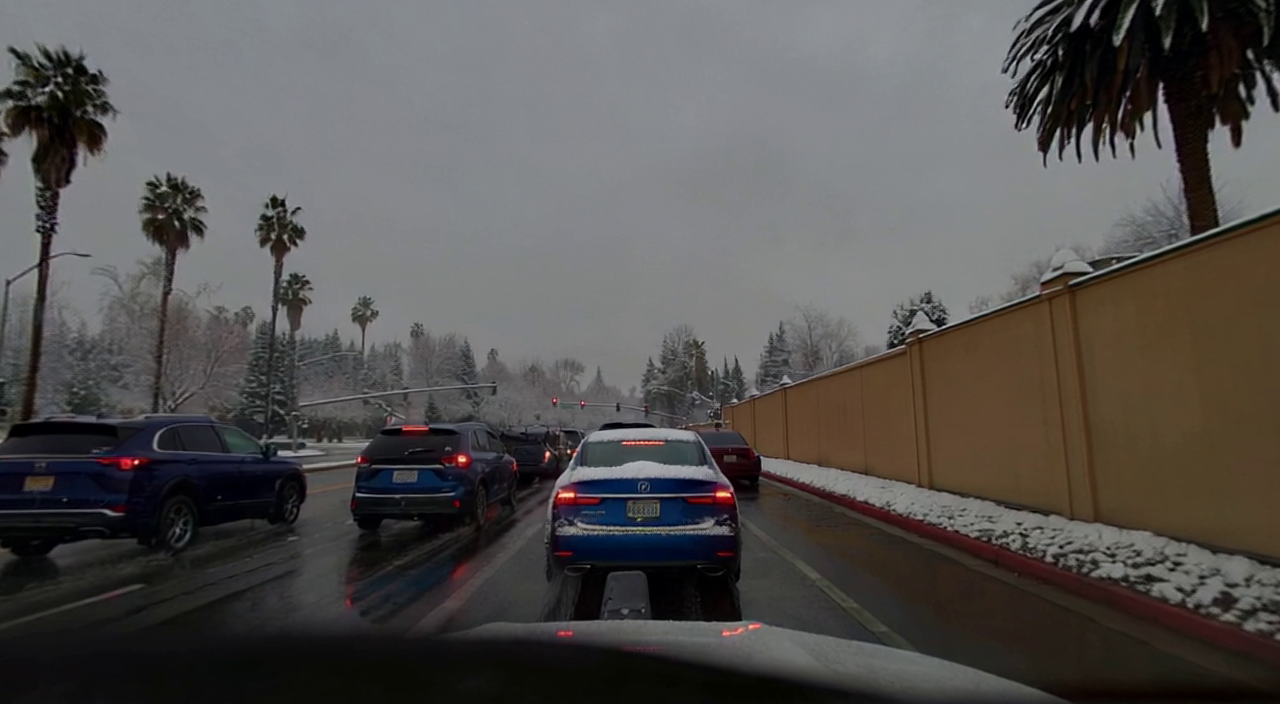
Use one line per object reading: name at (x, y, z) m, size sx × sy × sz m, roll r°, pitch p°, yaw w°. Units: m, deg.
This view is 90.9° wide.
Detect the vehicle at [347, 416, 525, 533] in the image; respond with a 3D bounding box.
vehicle at (-3.452, 2.149, 11.636) m, size 2.007 × 1.746 × 4.136 m, roll 0°, pitch -8°, yaw -2°

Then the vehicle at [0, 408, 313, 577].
vehicle at (-6.681, 1.770, 8.751) m, size 1.963 × 1.721 × 4.467 m, roll 0°, pitch -8°, yaw -2°

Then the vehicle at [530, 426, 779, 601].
vehicle at (0.064, 1.697, 7.600) m, size 2.128 × 1.473 × 4.272 m, roll 0°, pitch -8°, yaw -2°
